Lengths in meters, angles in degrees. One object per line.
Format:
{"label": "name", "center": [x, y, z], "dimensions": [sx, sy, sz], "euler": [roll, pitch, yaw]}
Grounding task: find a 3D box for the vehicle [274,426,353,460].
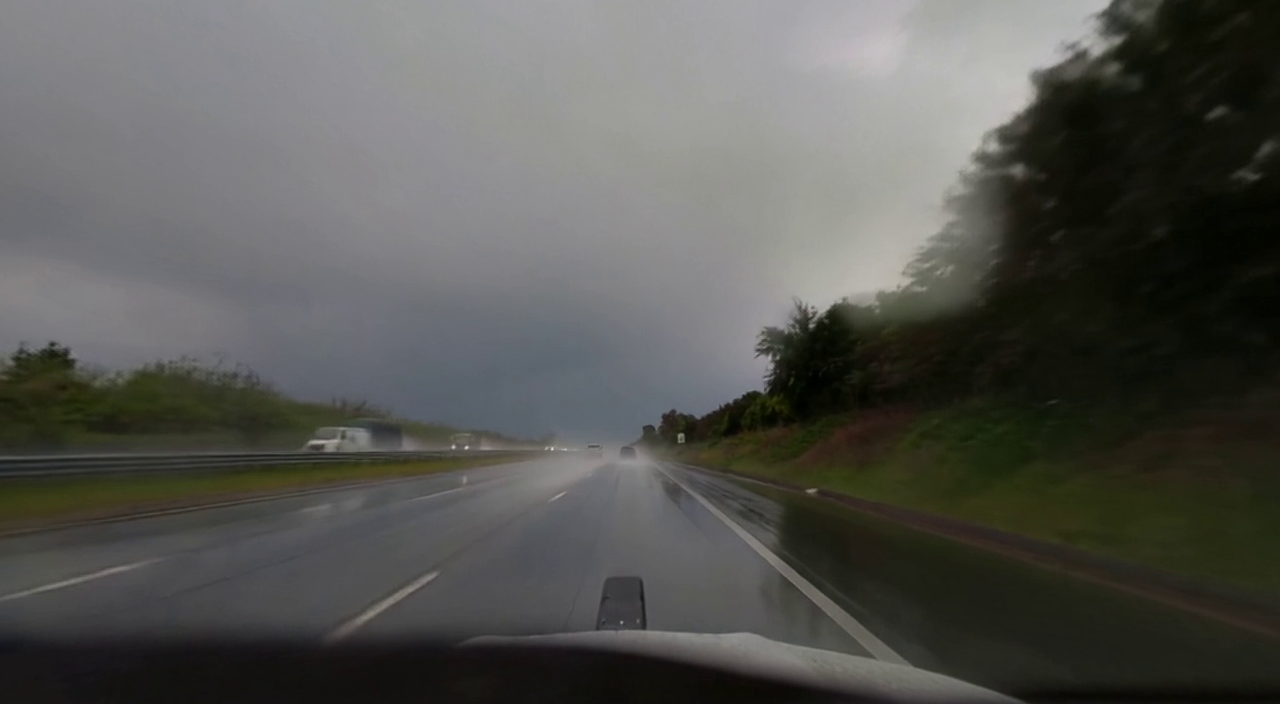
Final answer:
{"label": "vehicle", "center": [-19.984, 5.643, 38.960], "dimensions": [2.171, 1.948, 5.072], "euler": [0, -9, -1]}
